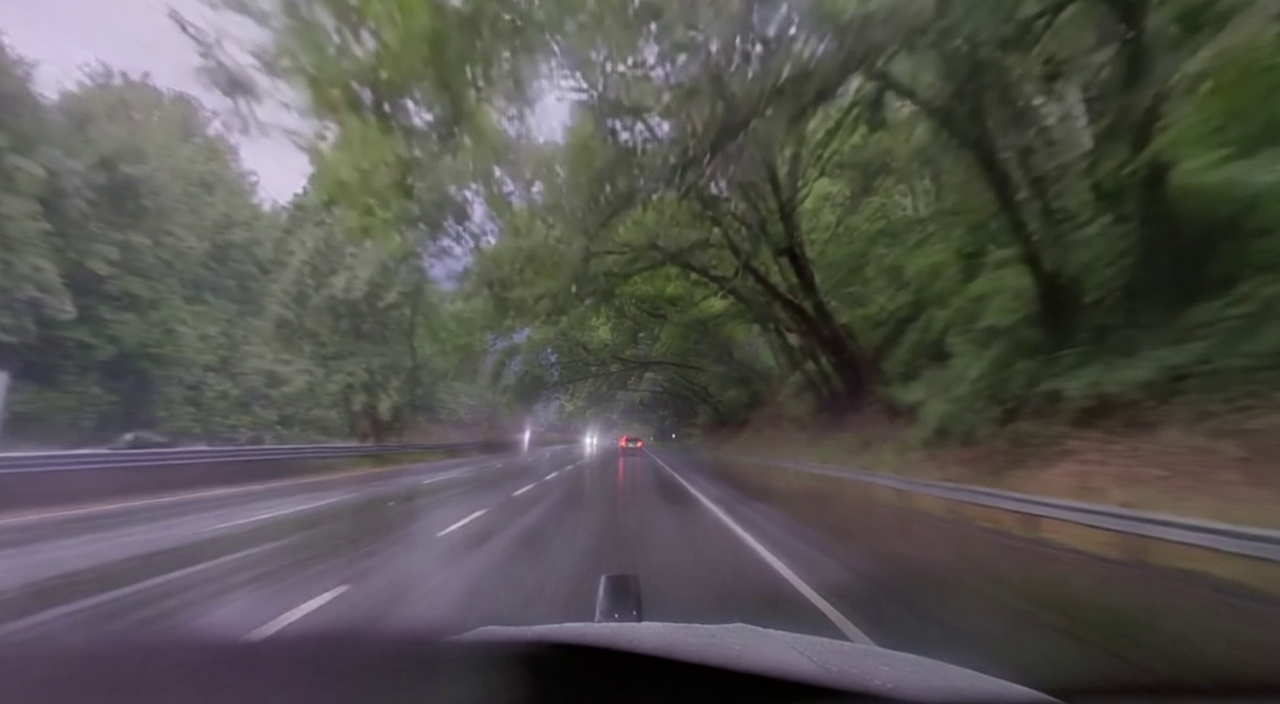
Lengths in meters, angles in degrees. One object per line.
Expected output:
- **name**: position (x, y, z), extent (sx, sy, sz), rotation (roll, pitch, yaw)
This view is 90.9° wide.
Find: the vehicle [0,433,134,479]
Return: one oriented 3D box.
- **vehicle**: position (-20.853, 3.657, 22.590), extent (1.860, 1.477, 4.364), rotation (0, -8, -1)
